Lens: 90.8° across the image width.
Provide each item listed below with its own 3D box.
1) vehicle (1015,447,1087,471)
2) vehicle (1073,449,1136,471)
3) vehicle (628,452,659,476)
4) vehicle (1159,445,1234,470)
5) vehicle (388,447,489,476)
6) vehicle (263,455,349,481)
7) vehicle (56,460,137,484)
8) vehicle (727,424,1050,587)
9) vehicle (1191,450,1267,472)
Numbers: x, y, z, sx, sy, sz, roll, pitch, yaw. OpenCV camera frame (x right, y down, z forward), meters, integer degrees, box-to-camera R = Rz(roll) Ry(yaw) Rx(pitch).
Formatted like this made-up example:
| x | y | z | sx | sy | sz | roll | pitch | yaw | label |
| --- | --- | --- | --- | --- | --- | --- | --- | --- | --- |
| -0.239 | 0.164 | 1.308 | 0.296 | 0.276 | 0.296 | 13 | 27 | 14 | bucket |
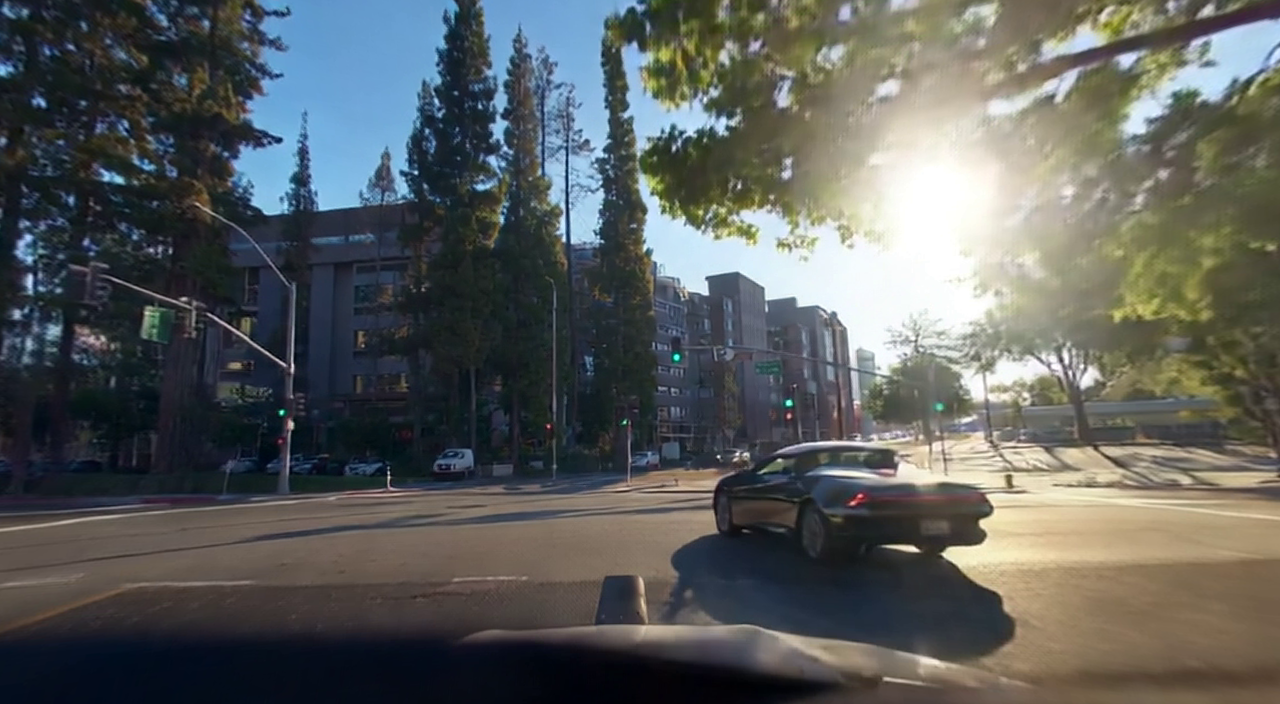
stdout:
| x | y | z | sx | sy | sz | roll | pitch | yaw | label |
| --- | --- | --- | --- | --- | --- | --- | --- | --- | --- |
| 27.207 | 7.099 | 42.006 | 2.039 | 1.501 | 4.231 | 0 | -9 | 3 | vehicle |
| 30.364 | 7.064 | 41.429 | 1.746 | 1.391 | 3.360 | -1 | -9 | 5 | vehicle |
| 0.189 | 7.611 | 43.077 | 2.024 | 1.489 | 4.613 | 0 | -9 | -1 | vehicle |
| 36.074 | 6.865 | 41.038 | 1.649 | 1.463 | 3.507 | -1 | -12 | 2 | vehicle |
| -13.487 | 7.354 | 42.525 | 6.021 | 1.868 | 2.172 | 0 | -9 | 2 | vehicle |
| -20.570 | 7.151 | 38.985 | 4.207 | 1.508 | 1.875 | -1 | -9 | 4 | vehicle |
| -35.186 | 7.746 | 41.026 | 1.709 | 1.410 | 3.945 | 0 | -9 | 0 | vehicle |
| 2.754 | 1.804 | 8.291 | 1.903 | 1.529 | 4.254 | 2 | -9 | -10 | vehicle |
| 38.673 | 7.162 | 41.572 | 1.664 | 1.369 | 3.468 | 0 | -9 | 1 | vehicle |
